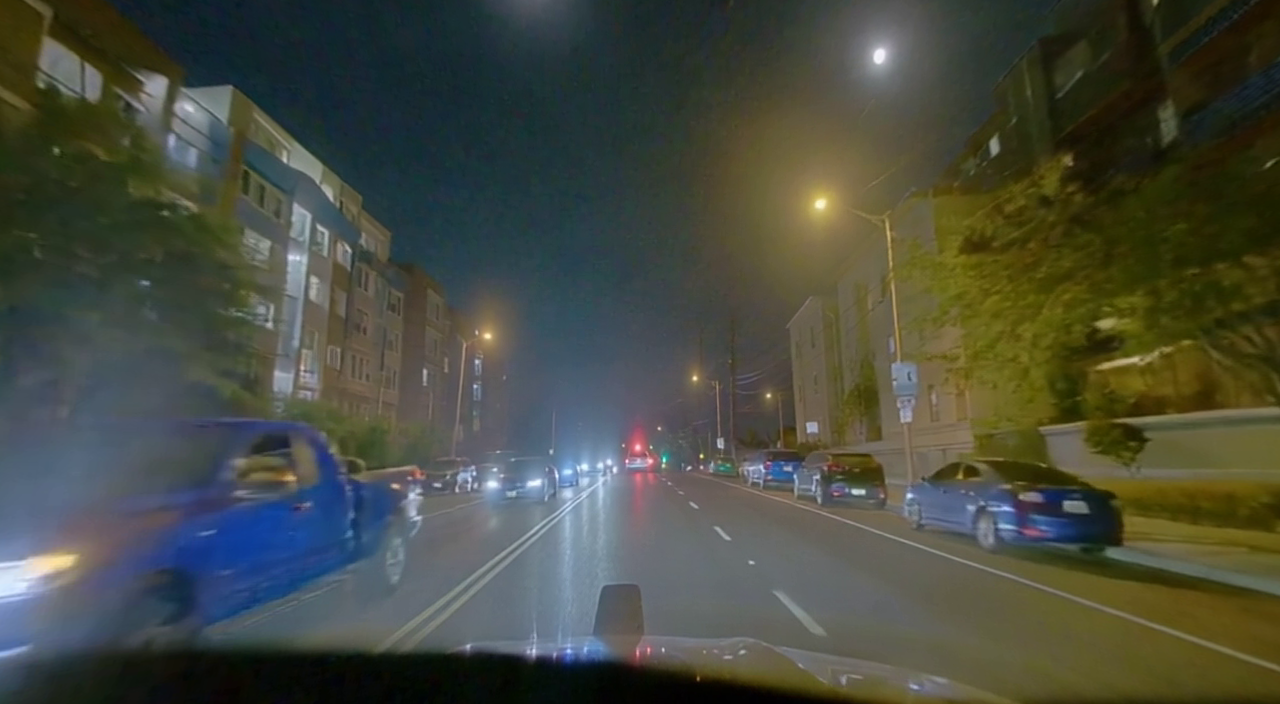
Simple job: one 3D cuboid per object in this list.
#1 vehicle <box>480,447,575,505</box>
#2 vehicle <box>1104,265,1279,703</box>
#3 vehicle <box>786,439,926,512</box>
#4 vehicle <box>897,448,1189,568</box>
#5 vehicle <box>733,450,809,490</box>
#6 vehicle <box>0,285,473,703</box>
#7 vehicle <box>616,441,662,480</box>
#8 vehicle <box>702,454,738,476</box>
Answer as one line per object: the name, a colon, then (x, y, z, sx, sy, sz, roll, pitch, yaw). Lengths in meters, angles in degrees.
vehicle: (-3.215, 3.619, 18.970, 1.972, 1.498, 4.304, 0, -8, 2)
vehicle: (3.029, 0.435, 0.239, 2.027, 1.907, 4.736, 0, -8, -1)
vehicle: (6.203, 3.582, 18.963, 2.211, 1.884, 5.031, 0, -9, -3)
vehicle: (6.243, 2.407, 10.612, 1.964, 1.550, 4.424, 0, -9, 0)
vehicle: (6.182, 5.641, 30.645, 2.350, 1.706, 5.901, 0, -9, -1)
vehicle: (-2.665, 1.022, 3.570, 2.167, 1.761, 4.584, 0, -8, 0)
vehicle: (-0.008, 5.781, 34.080, 2.308, 1.940, 4.125, 0, -8, 1)
vehicle: (5.922, 8.400, 47.312, 1.943, 1.490, 4.783, 0, -9, -2)
